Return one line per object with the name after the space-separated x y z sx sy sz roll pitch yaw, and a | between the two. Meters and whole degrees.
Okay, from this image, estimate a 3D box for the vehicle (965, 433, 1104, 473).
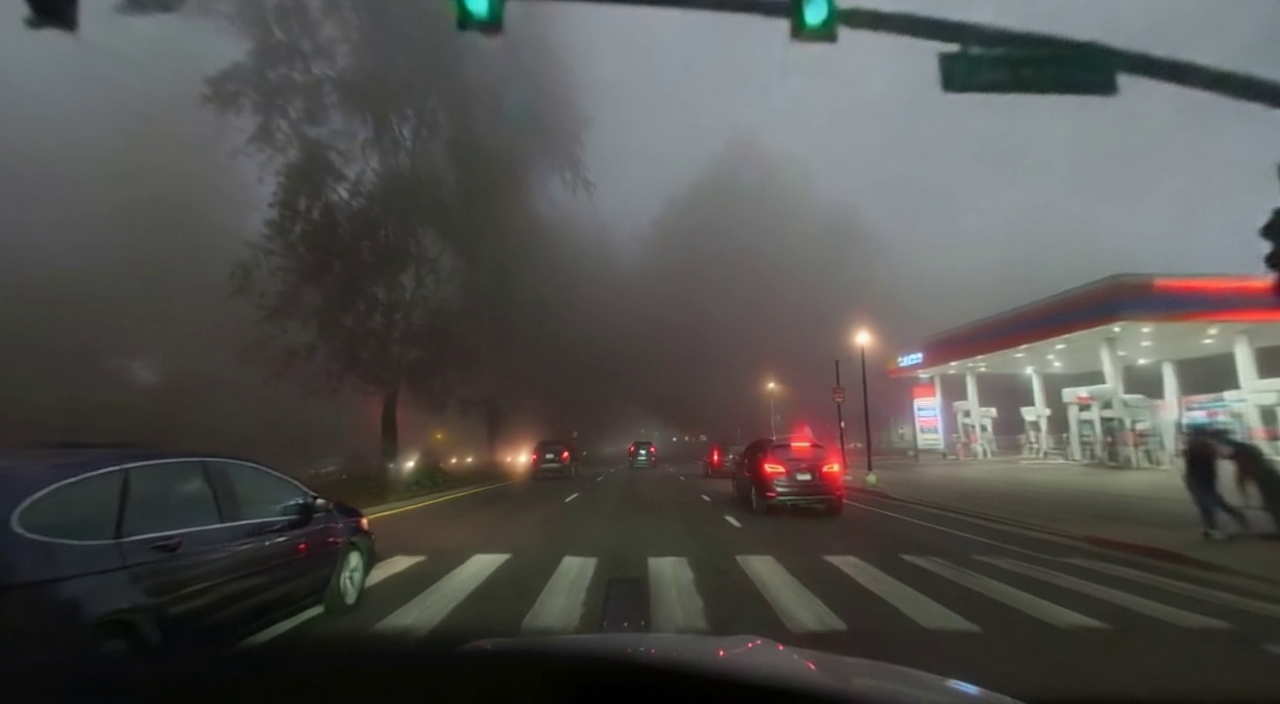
16.920 4.364 27.420 1.860 1.587 4.949 3 -9 -19 | vehicle

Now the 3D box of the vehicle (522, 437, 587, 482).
-3.313 4.278 25.274 1.988 1.645 3.995 0 -9 1 | vehicle

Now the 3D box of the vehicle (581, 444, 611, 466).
-3.175 7.520 46.128 1.901 1.483 4.372 0 -9 0 | vehicle

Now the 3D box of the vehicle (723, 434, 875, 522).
3.053 2.526 13.211 1.919 1.502 4.572 0 -9 -1 | vehicle

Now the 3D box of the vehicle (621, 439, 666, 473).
0.169 5.384 32.834 2.192 1.674 4.124 0 -9 0 | vehicle

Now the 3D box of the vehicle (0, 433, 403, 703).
-3.281 1.186 3.677 2.013 1.354 4.393 0 -9 1 | vehicle
